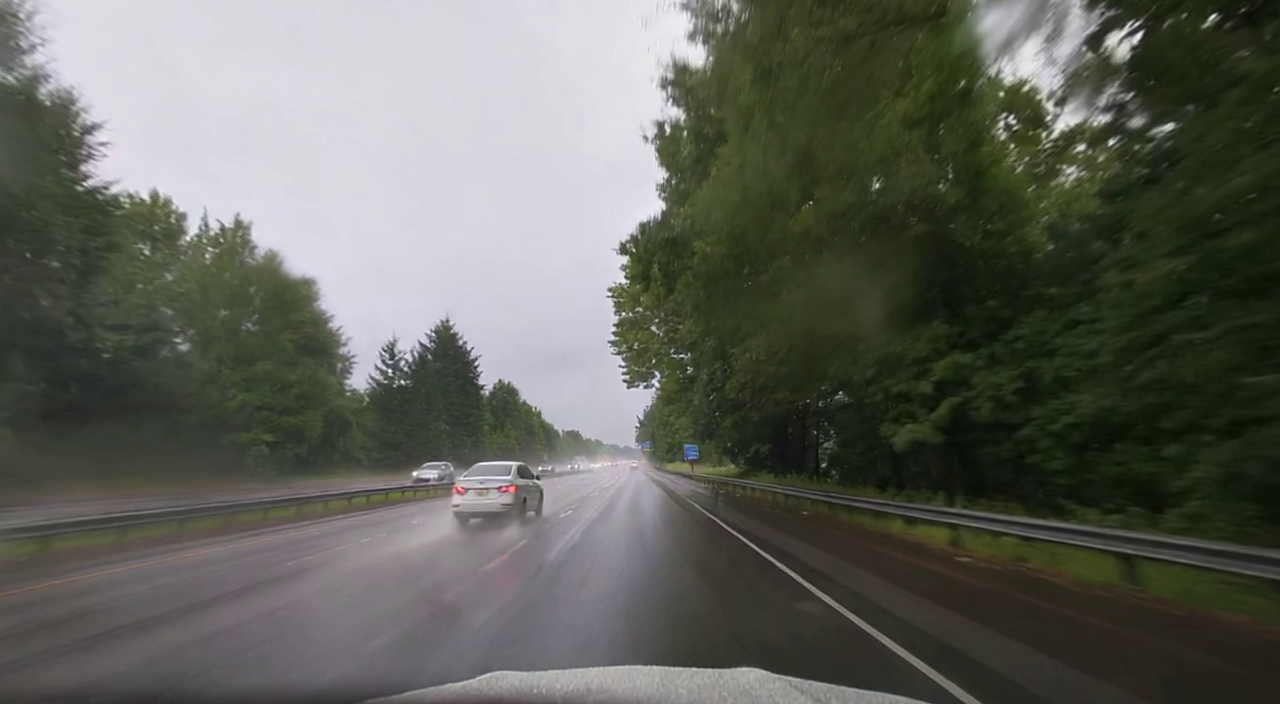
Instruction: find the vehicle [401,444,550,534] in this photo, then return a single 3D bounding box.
[{"bbox_3d":[-3.382,2.949,13.911,2.104,1.655,4.039,0,-10,1],"label":"vehicle"}]
